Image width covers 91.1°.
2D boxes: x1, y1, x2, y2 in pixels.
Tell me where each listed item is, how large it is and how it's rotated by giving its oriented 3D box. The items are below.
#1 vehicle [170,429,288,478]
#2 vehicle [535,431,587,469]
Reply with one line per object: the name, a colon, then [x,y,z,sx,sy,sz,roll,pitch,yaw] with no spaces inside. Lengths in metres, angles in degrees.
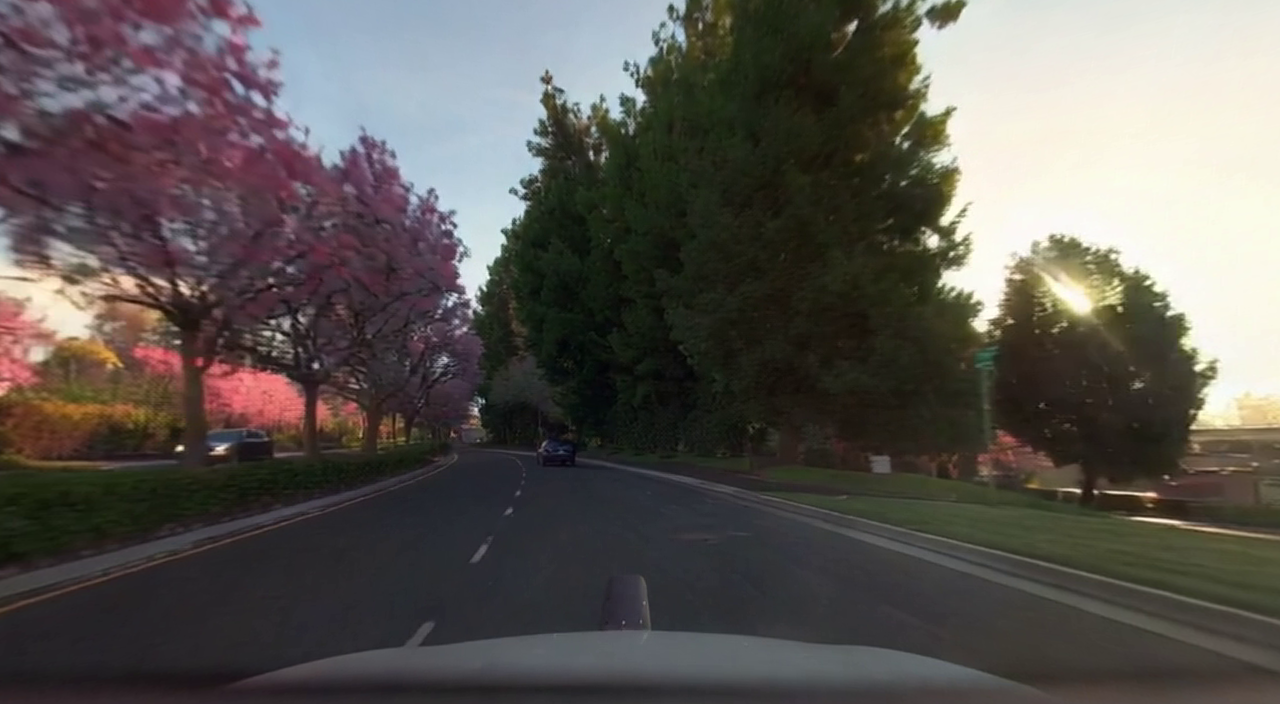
vehicle: [-16.065,3.984,24.877,2.172,1.738,4.617,1,-9,-10]
vehicle: [-4.202,5.106,32.826,2.166,1.828,4.607,2,-9,-13]
